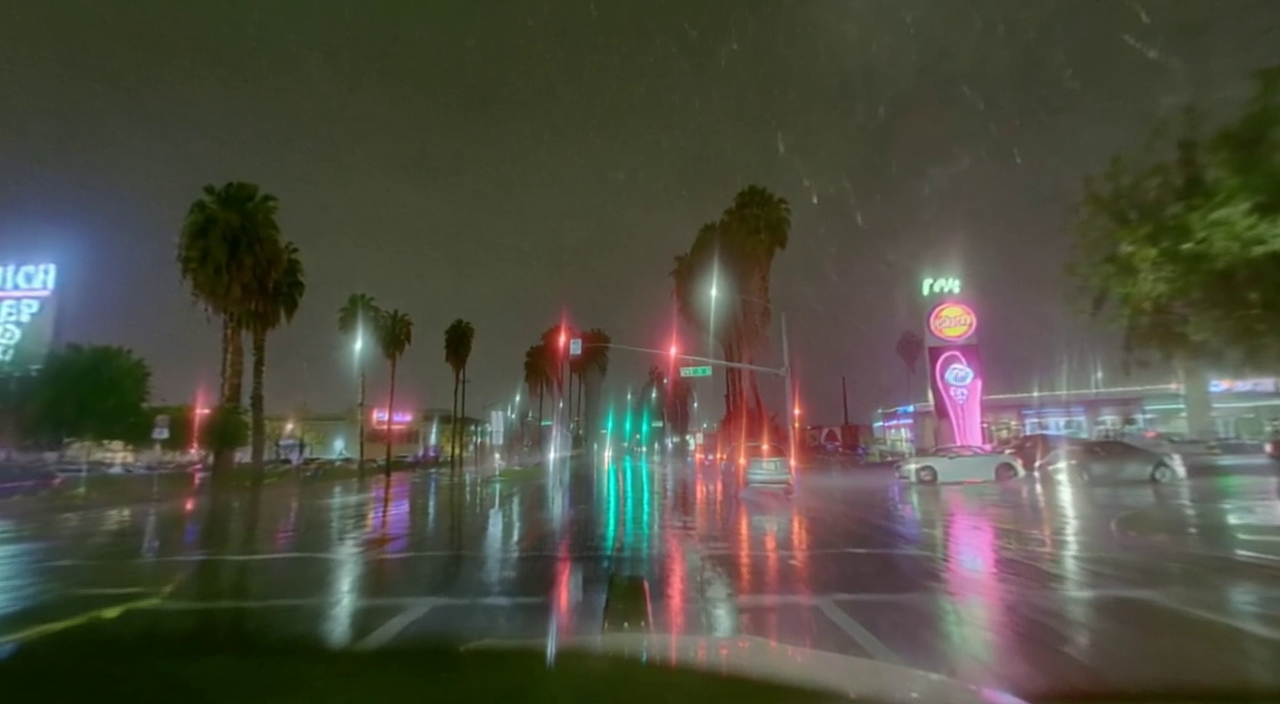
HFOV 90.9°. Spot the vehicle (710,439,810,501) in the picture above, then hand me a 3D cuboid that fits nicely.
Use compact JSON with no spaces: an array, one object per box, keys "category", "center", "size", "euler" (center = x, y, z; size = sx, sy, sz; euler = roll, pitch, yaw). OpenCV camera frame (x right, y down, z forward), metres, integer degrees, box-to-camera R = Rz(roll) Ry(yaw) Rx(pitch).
[{"category":"vehicle","center":[3.247,3.280,17.937],"size":[1.931,1.534,4.126],"euler":[0,-8,-1]}]

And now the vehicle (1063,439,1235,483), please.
[{"category":"vehicle","center":[18.379,3.938,22.940],"size":[4.462,1.474,2.083],"euler":[0,-8,-1]}]

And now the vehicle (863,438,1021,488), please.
[{"category":"vehicle","center":[10.562,3.893,22.325],"size":[4.448,1.640,2.160],"euler":[0,-8,-1]}]
